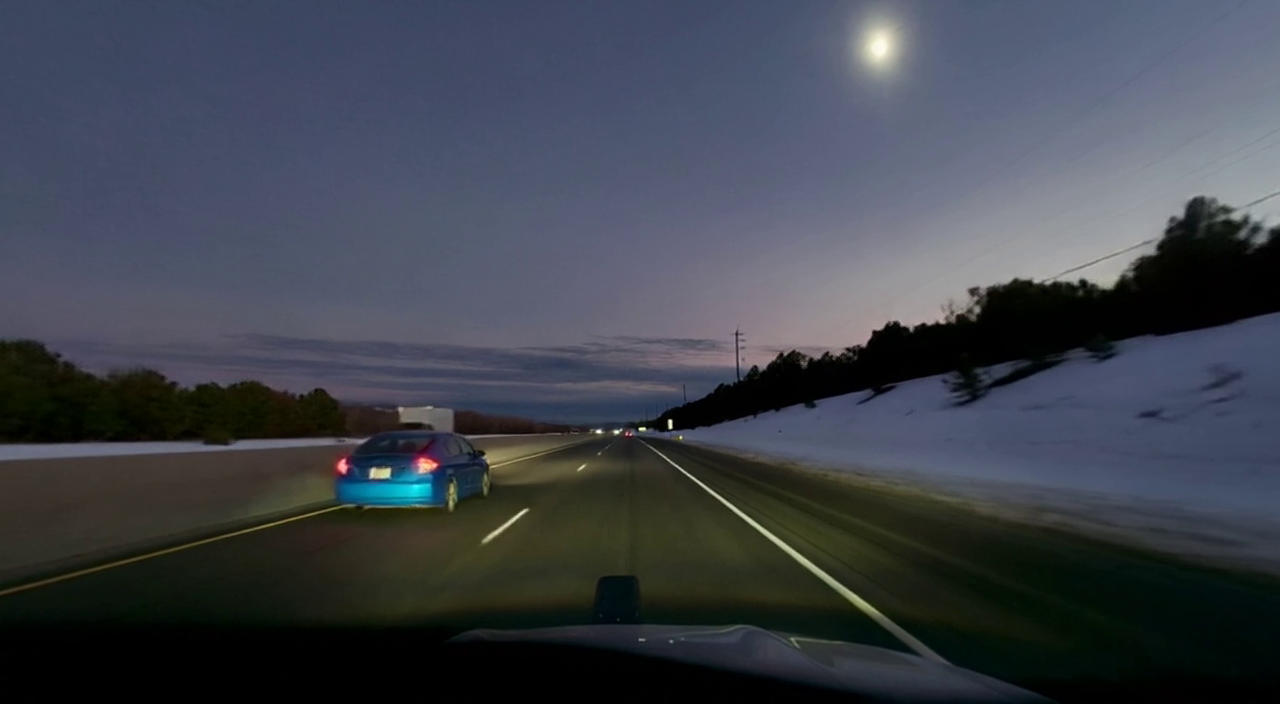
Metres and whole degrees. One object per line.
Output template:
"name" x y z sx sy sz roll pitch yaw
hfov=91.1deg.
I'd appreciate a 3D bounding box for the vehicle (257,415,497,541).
"vehicle" -3.677 1.811 9.740 1.999 1.536 3.969 0 -8 0
